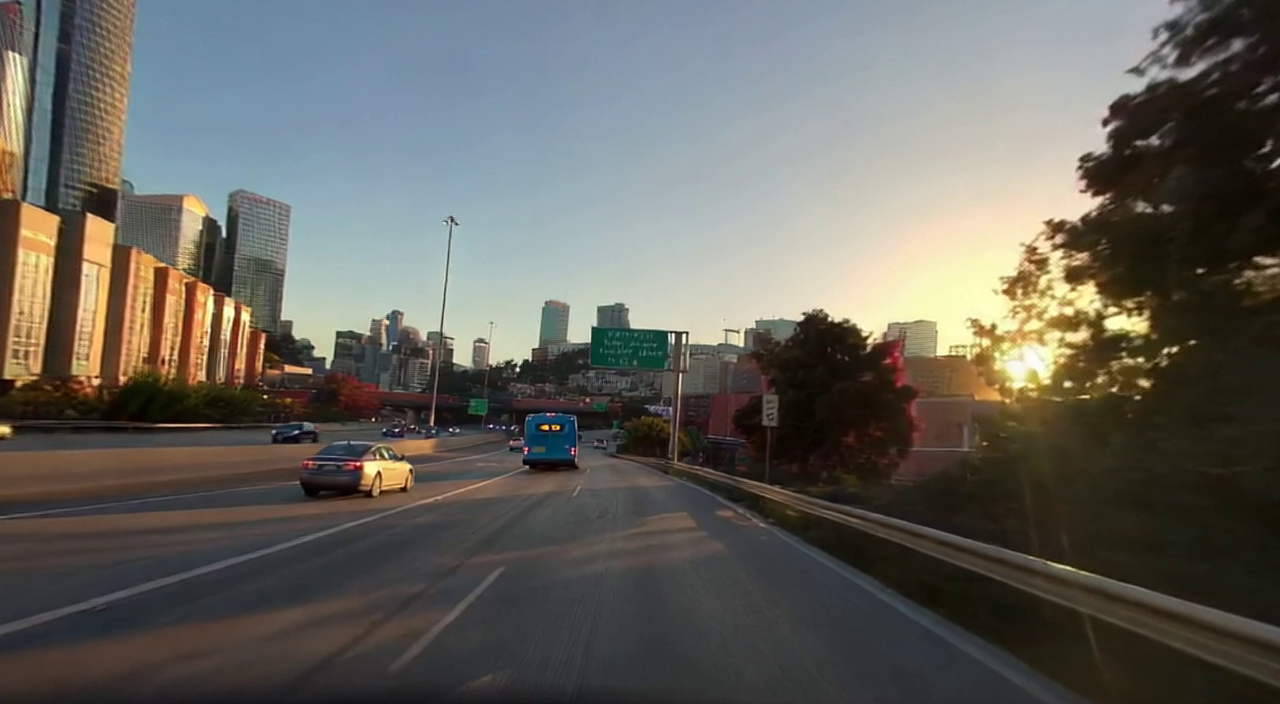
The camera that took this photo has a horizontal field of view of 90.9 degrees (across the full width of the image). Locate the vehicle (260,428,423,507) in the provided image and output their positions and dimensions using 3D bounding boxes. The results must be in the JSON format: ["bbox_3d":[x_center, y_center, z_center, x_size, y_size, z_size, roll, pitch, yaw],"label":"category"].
[{"bbox_3d":[-7.310,2.874,16.058,1.993,1.690,4.450,0,-9,-1],"label":"vehicle"}]

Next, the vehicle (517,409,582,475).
[{"bbox_3d":[-4.690,4.754,33.114,2.888,2.944,8.373,2,-9,-7],"label":"vehicle"}]
